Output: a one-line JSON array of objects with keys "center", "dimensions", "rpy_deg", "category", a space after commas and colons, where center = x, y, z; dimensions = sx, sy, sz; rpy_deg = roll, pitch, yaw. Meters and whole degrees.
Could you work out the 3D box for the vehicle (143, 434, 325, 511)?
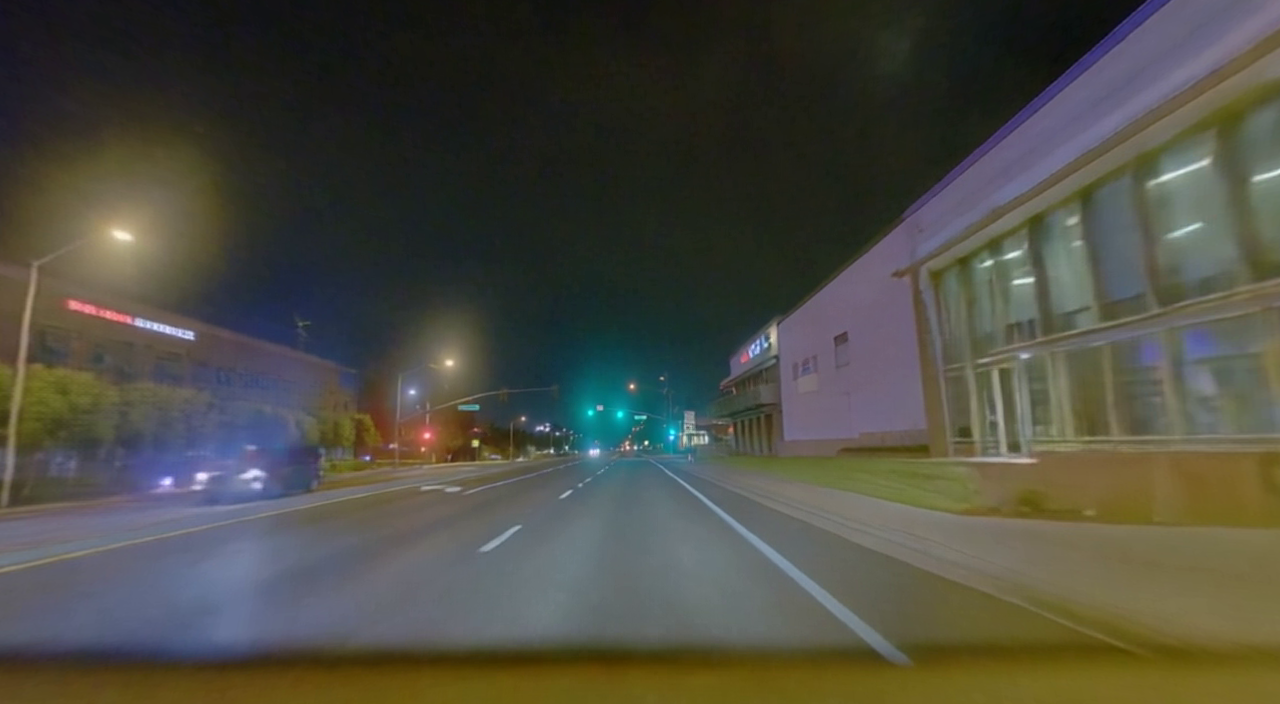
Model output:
[{"center": [-10.269, 3.058, 16.486], "dimensions": [2.026, 1.577, 4.334], "rpy_deg": [-4, -9, -2], "category": "vehicle"}]
